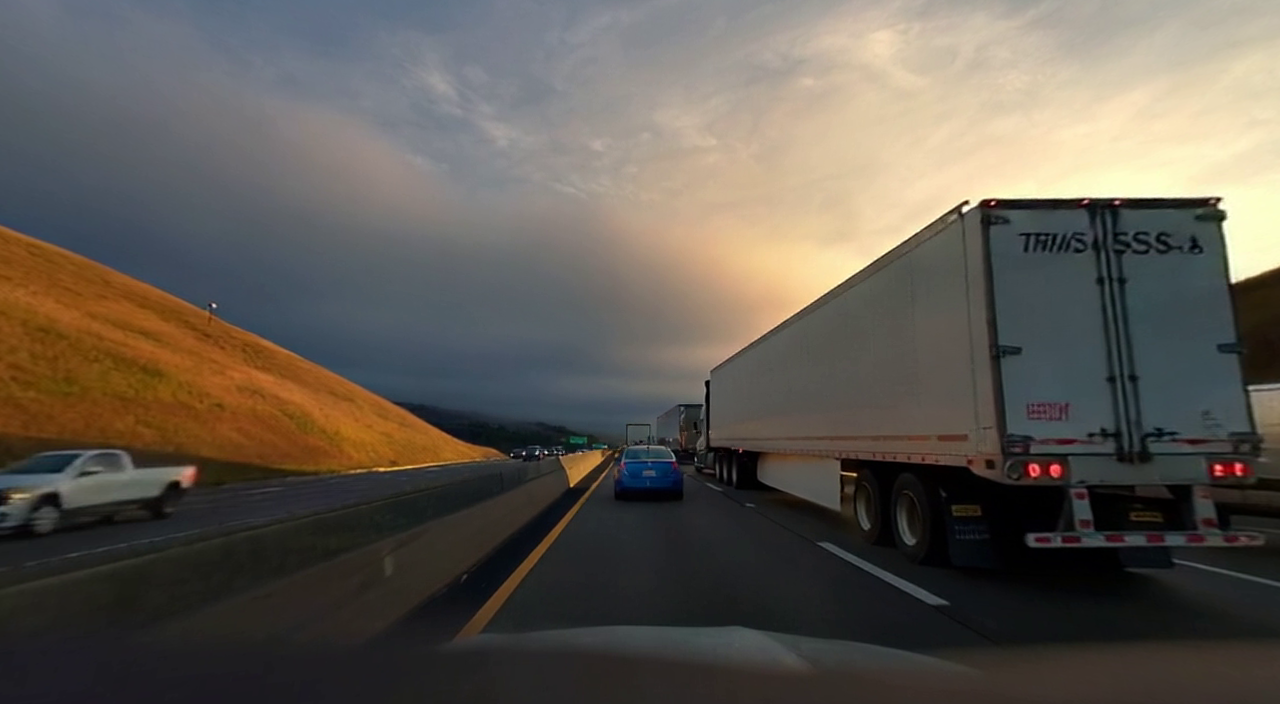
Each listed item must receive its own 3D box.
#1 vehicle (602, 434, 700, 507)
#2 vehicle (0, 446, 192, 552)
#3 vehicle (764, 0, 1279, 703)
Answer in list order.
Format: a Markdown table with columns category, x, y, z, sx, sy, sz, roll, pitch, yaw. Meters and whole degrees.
| category | x | y | z | sx | sy | sz | roll | pitch | yaw |
| --- | --- | --- | --- | --- | --- | --- | --- | --- | --- |
| vehicle | 0.236 | 2.771 | 15.210 | 2.045 | 1.507 | 3.763 | -1 | -8 | 0 |
| vehicle | -11.638 | 2.801 | 12.744 | 1.988 | 1.727 | 4.217 | -1 | -8 | 0 |
| vehicle | 4.544 | 0.361 | 8.251 | 3.235 | 4.197 | 9.908 | 0 | -8 | -3 |
